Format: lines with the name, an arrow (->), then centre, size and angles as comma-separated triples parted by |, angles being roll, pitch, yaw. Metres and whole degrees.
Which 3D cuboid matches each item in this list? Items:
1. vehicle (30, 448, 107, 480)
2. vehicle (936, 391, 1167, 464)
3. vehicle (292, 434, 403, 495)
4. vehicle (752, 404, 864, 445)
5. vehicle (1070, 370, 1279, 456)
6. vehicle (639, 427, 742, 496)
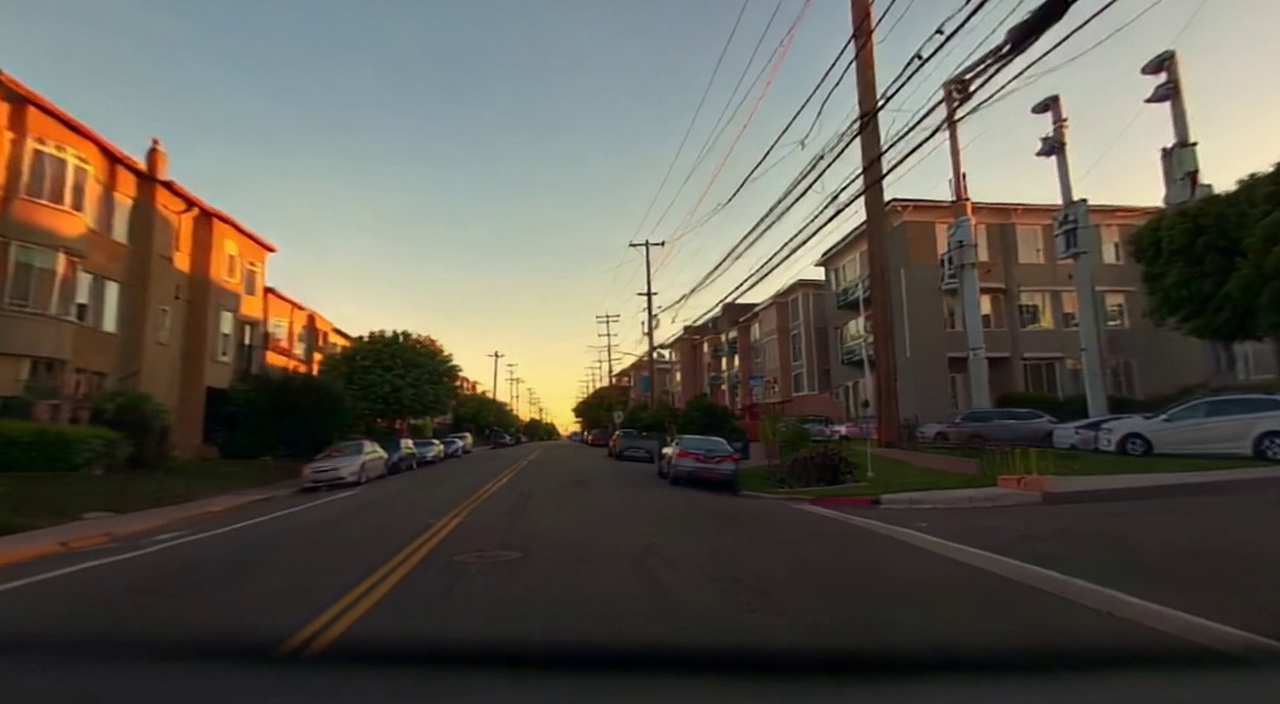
vehicle -> -35.683, 6.974, 39.469 | 1.575, 1.402, 3.580 | -4, -3, -2
vehicle -> 10.665, 2.036, 16.703 | 1.897, 1.659, 4.648 | 6, -10, -38
vehicle -> -8.986, 3.435, 19.815 | 1.913, 1.672, 4.267 | 1, -8, -7
vehicle -> 8.378, 3.787, 32.203 | 2.152, 1.875, 5.778 | 4, -9, -27
vehicle -> 14.689, 1.633, 16.200 | 2.153, 1.976, 5.514 | 6, -10, -40
vehicle -> 1.188, 2.832, 16.762 | 1.914, 1.591, 3.892 | 1, -8, -8
